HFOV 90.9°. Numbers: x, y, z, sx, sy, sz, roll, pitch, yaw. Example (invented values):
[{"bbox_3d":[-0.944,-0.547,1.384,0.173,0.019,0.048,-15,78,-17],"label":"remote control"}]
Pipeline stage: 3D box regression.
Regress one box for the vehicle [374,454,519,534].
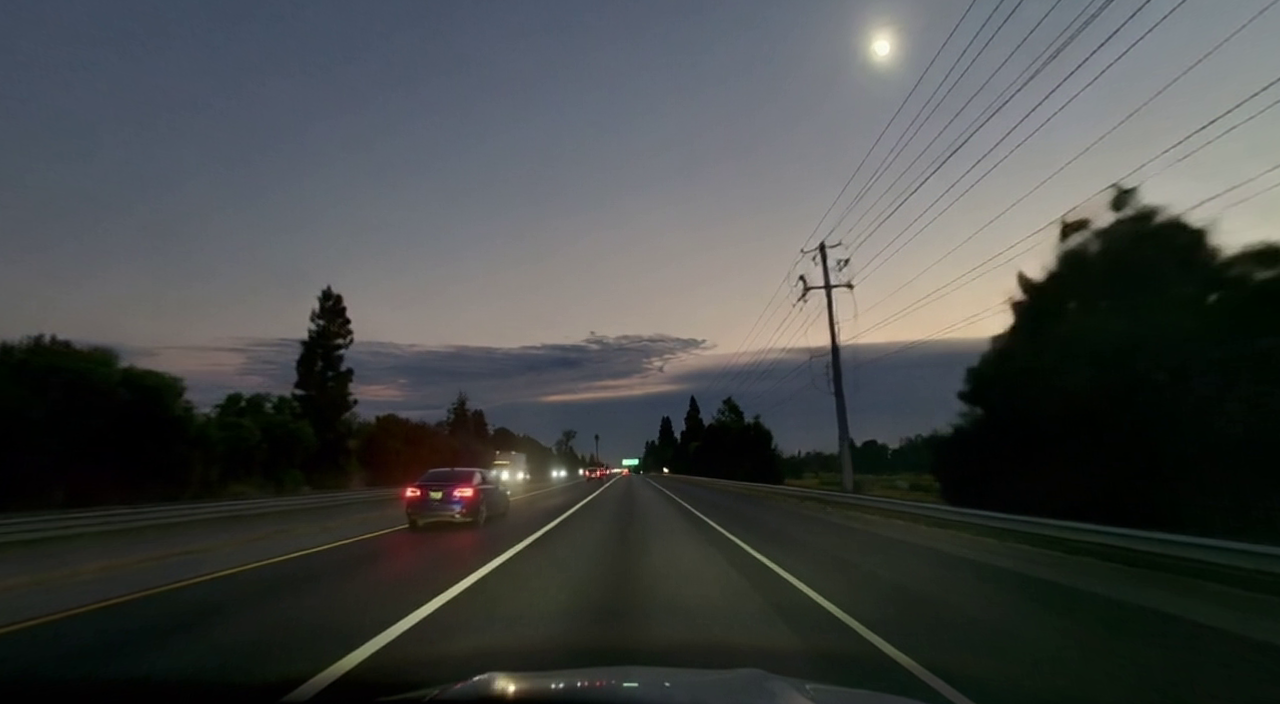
[{"bbox_3d":[-4.167,3.158,14.403,1.963,1.501,4.227,1,-11,0],"label":"vehicle"}]
